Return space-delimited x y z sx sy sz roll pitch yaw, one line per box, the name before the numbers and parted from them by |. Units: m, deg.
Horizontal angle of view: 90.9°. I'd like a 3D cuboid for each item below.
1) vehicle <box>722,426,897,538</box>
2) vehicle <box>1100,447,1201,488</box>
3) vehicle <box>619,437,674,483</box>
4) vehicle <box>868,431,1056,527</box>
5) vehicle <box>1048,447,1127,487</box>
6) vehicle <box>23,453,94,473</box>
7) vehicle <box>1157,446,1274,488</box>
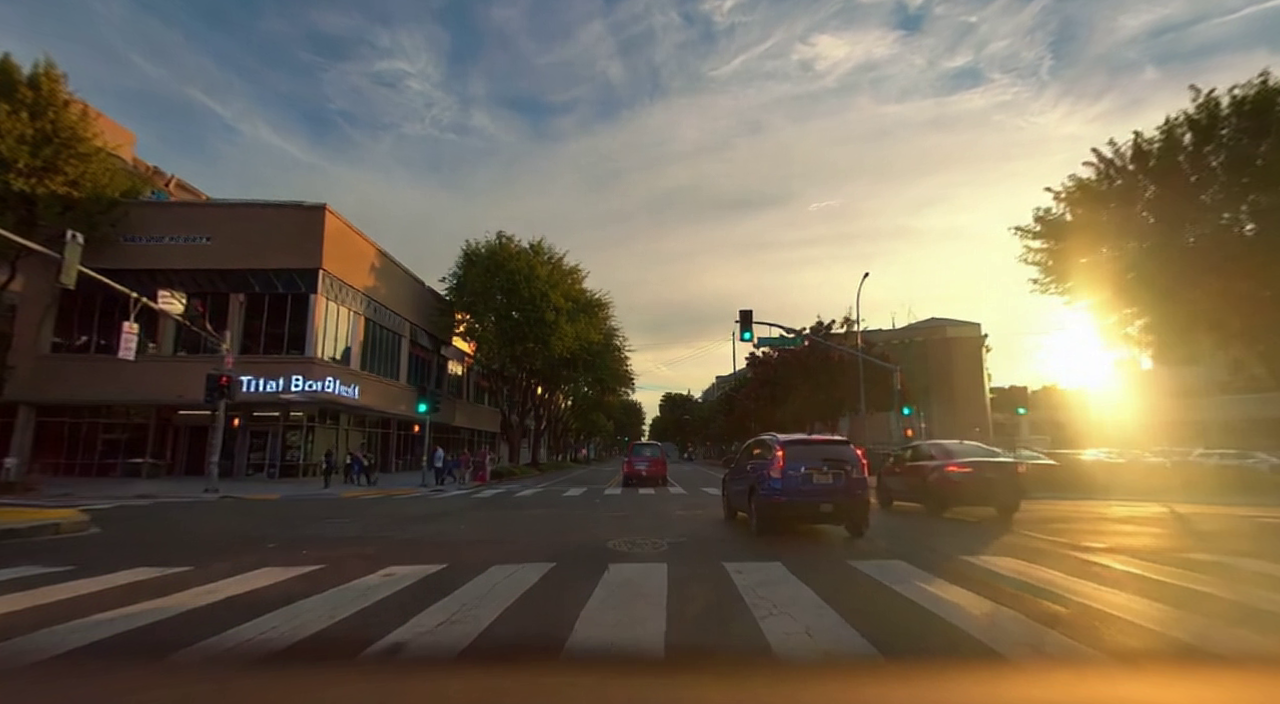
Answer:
vehicle | 2.974 2.385 12.327 2.048 1.725 4.754 0 -8 0
vehicle | 21.176 4.769 26.366 2.066 1.488 4.158 -4 -9 22
vehicle | 0.226 5.089 30.102 2.390 1.948 5.344 0 -8 -1
vehicle | 6.502 2.564 13.355 1.792 1.682 4.089 0 -8 0
vehicle | 18.865 4.824 26.728 1.791 1.520 3.649 -4 -9 21
vehicle | -42.282 8.058 45.911 3.391 1.379 1.562 4 -9 -27
vehicle | 23.706 4.709 26.202 2.134 1.535 4.289 -4 -9 22
